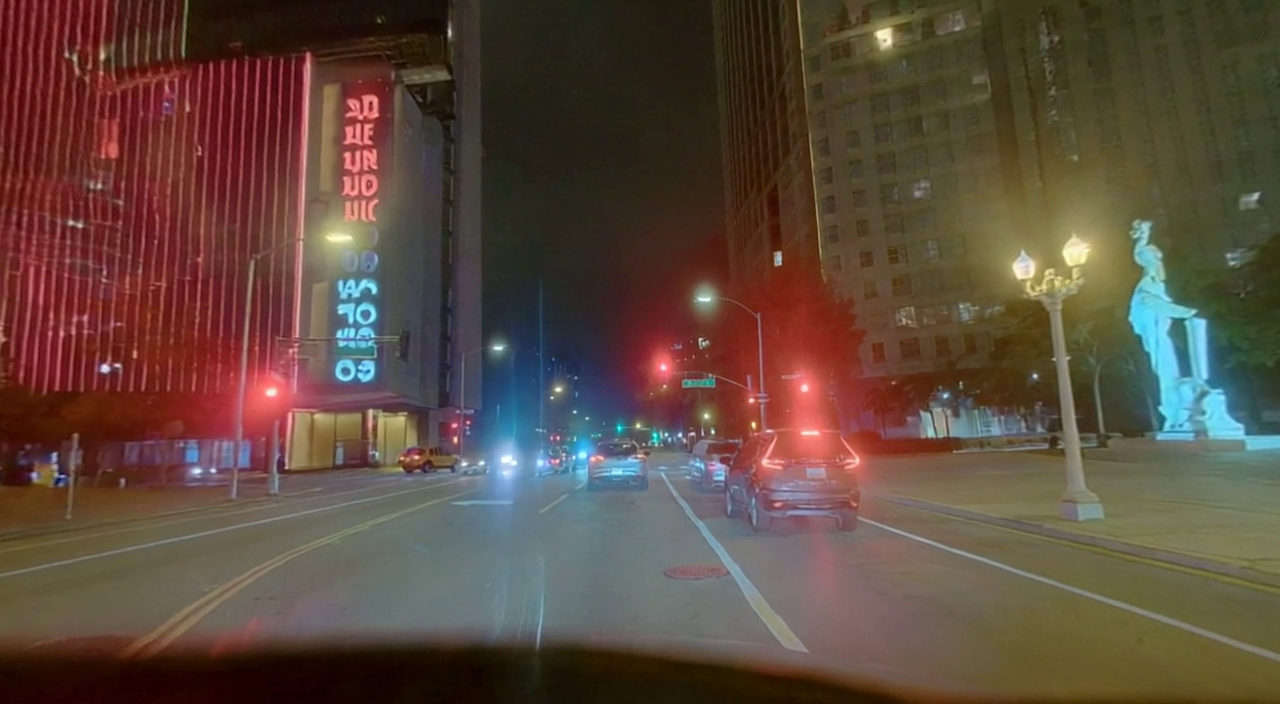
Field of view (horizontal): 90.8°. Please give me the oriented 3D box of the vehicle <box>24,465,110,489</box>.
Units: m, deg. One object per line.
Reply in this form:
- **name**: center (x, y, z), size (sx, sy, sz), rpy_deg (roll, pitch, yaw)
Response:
- **vehicle**: center (-40.254, 8.773, 44.437), size (4.224, 1.622, 1.808), rpy_deg (0, -9, -1)

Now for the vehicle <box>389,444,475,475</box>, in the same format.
- **vehicle**: center (-12.703, 6.603, 38.995), size (4.855, 1.769, 2.071), rpy_deg (2, -9, -14)

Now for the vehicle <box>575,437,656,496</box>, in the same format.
- **vehicle**: center (-0.649, 3.283, 18.452), size (2.096, 1.492, 4.071), rpy_deg (0, -9, 0)

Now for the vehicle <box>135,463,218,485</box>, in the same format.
- **vehicle**: center (-32.514, 8.538, 44.401), size (4.392, 1.427, 1.764), rpy_deg (0, -9, 0)

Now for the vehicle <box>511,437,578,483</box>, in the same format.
- **vehicle**: center (-3.617, 4.194, 24.841), size (2.045, 1.633, 4.864), rpy_deg (0, -9, -2)

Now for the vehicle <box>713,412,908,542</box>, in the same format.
- **vehicle**: center (2.618, 2.063, 11.016), size (2.096, 1.775, 4.440), rpy_deg (0, -9, -1)

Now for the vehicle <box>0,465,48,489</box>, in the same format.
- **vehicle**: center (-44.786, 8.876, 44.884), size (3.671, 1.498, 1.670), rpy_deg (1, -9, 2)
